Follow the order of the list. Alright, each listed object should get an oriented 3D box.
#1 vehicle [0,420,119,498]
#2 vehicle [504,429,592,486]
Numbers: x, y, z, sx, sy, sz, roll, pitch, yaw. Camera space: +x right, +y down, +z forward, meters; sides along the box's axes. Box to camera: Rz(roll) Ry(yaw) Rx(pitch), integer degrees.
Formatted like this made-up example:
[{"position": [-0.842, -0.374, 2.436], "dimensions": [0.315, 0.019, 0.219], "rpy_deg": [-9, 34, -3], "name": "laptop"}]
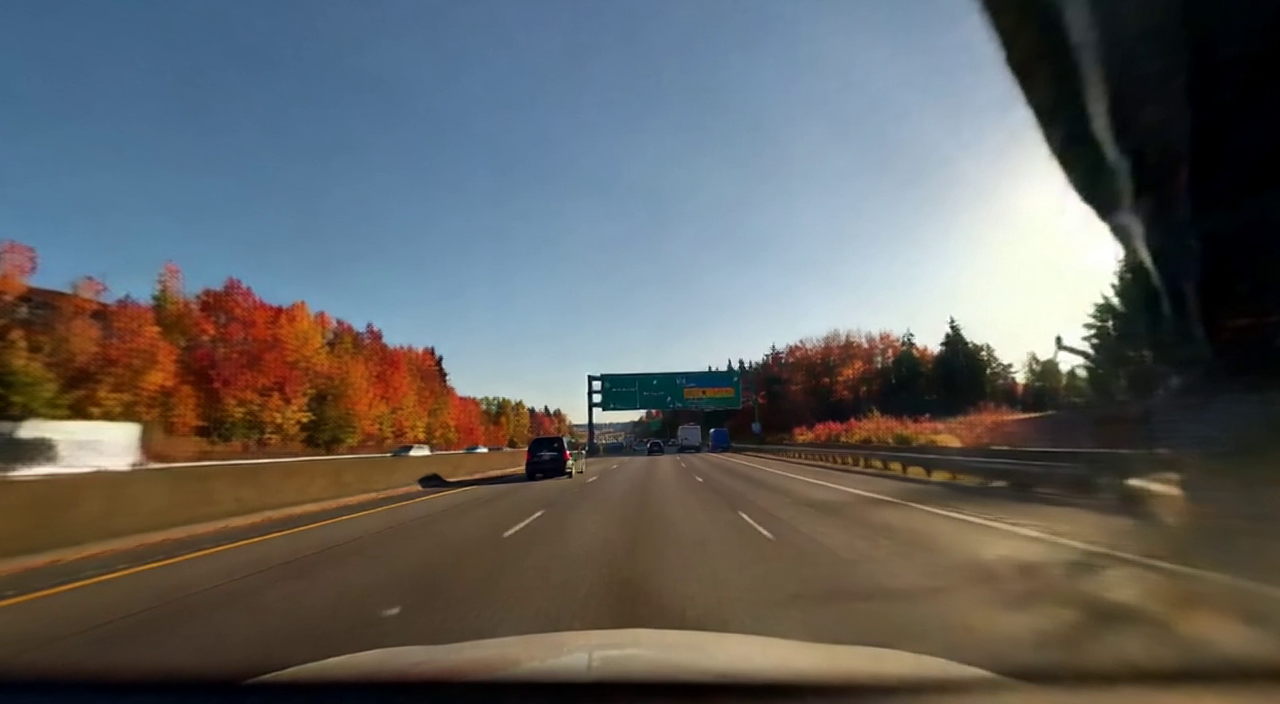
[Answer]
[{"position": [-22.929, 3.897, 23.098], "dimensions": [2.310, 2.609, 5.912], "rpy_deg": [-1, -8, 2], "name": "vehicle"}, {"position": [-2.955, 3.511, 21.226], "dimensions": [2.177, 1.707, 4.432], "rpy_deg": [-1, -8, 2], "name": "vehicle"}]
